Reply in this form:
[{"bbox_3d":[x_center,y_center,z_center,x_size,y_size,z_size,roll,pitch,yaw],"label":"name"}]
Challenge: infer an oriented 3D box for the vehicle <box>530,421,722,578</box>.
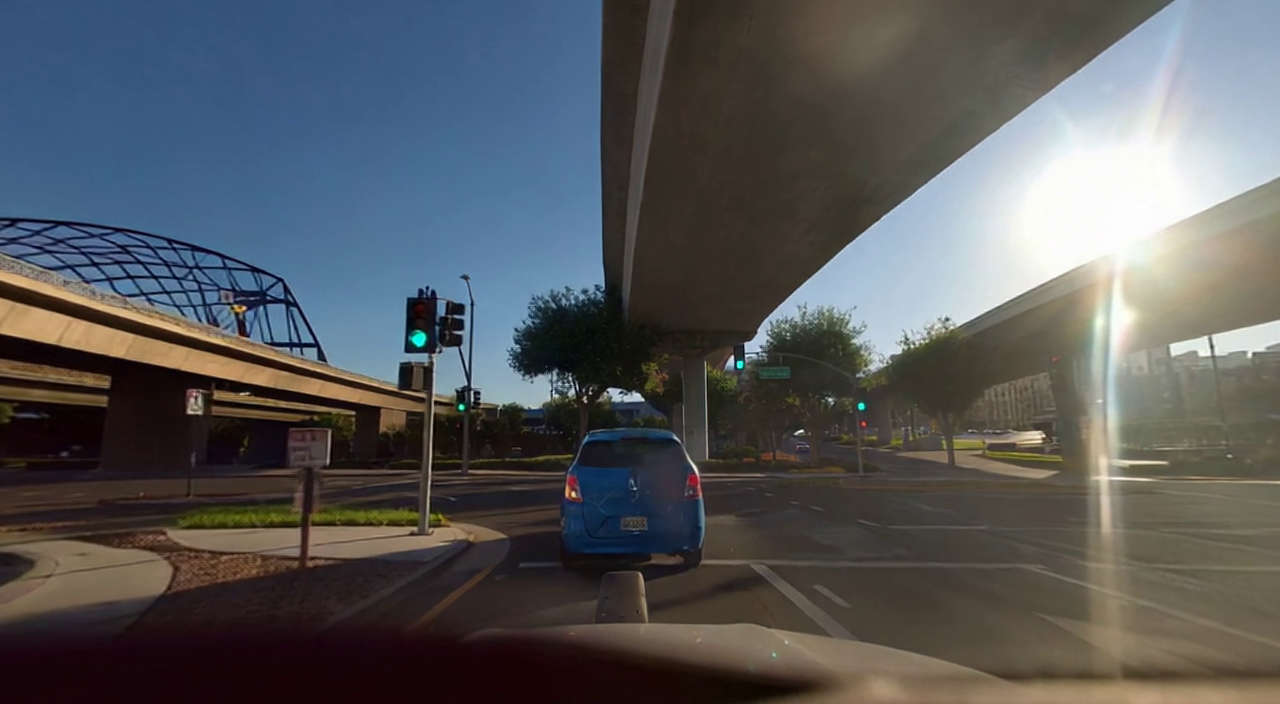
[{"bbox_3d":[-0.277,1.816,8.452,1.976,1.584,3.772,1,-9,-4],"label":"vehicle"}]
